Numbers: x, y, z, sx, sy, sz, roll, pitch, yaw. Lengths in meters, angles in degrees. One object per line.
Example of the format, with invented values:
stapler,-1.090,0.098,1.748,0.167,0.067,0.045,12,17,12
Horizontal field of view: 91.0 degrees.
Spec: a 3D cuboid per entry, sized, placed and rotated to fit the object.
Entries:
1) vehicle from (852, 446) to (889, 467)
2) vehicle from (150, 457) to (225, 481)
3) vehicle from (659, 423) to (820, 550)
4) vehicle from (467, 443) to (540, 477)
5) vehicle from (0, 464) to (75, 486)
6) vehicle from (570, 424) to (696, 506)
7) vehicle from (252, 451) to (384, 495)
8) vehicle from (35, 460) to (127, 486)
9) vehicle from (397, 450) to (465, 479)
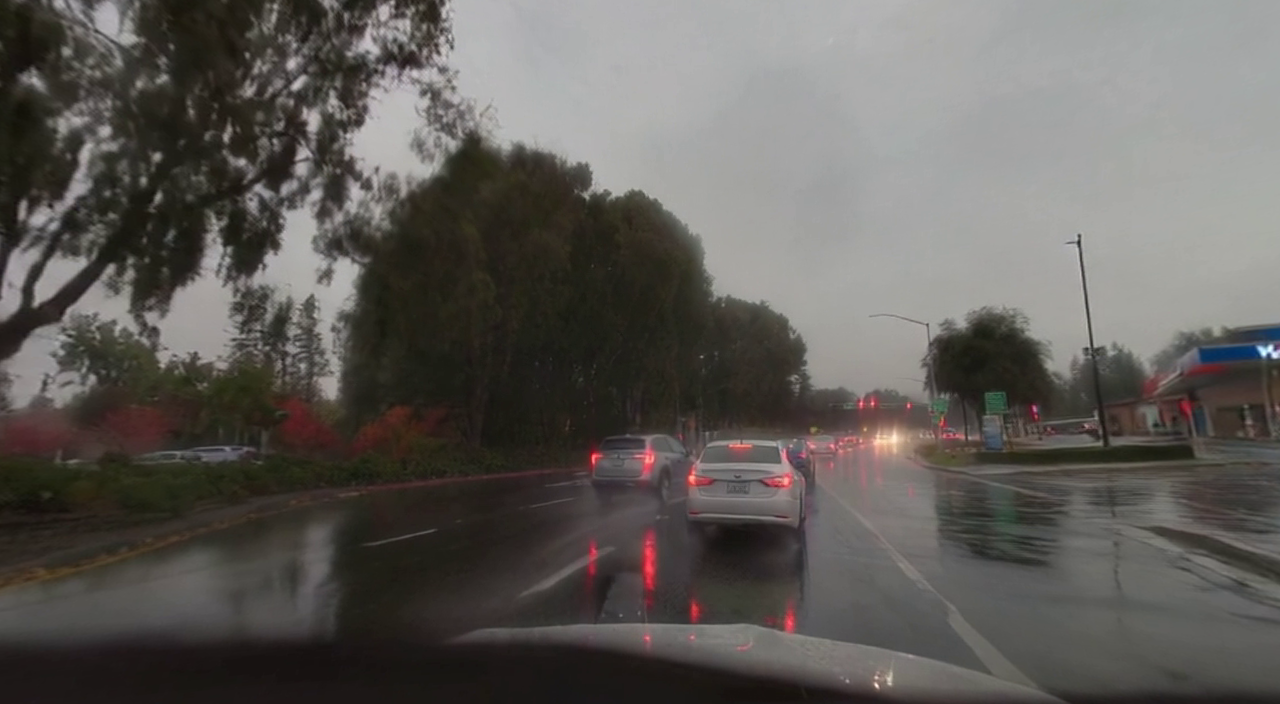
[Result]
vehicle,16.914,7.655,46.391,1.916,1.462,4.487,-2,-9,12
vehicle,-32.439,8.349,45.113,4.507,1.533,1.999,-3,-9,18
vehicle,1.772,2.023,10.163,2.060,1.580,3.980,-2,-9,15
vehicle,-7.245,5.769,33.860,2.088,1.693,4.491,-2,-9,12
vehicle,-42.361,8.582,44.128,1.603,1.398,3.616,-5,-10,26
vehicle,0.024,2.826,16.195,2.102,1.774,4.662,-2,-9,14
vehicle,-12.691,4.753,25.266,1.894,1.528,4.849,-2,-9,14
vehicle,-34.758,7.510,39.180,4.384,1.490,2.031,-2,-8,14
vehicle,-12.933,6.960,39.243,1.926,1.693,4.445,-2,-9,13
